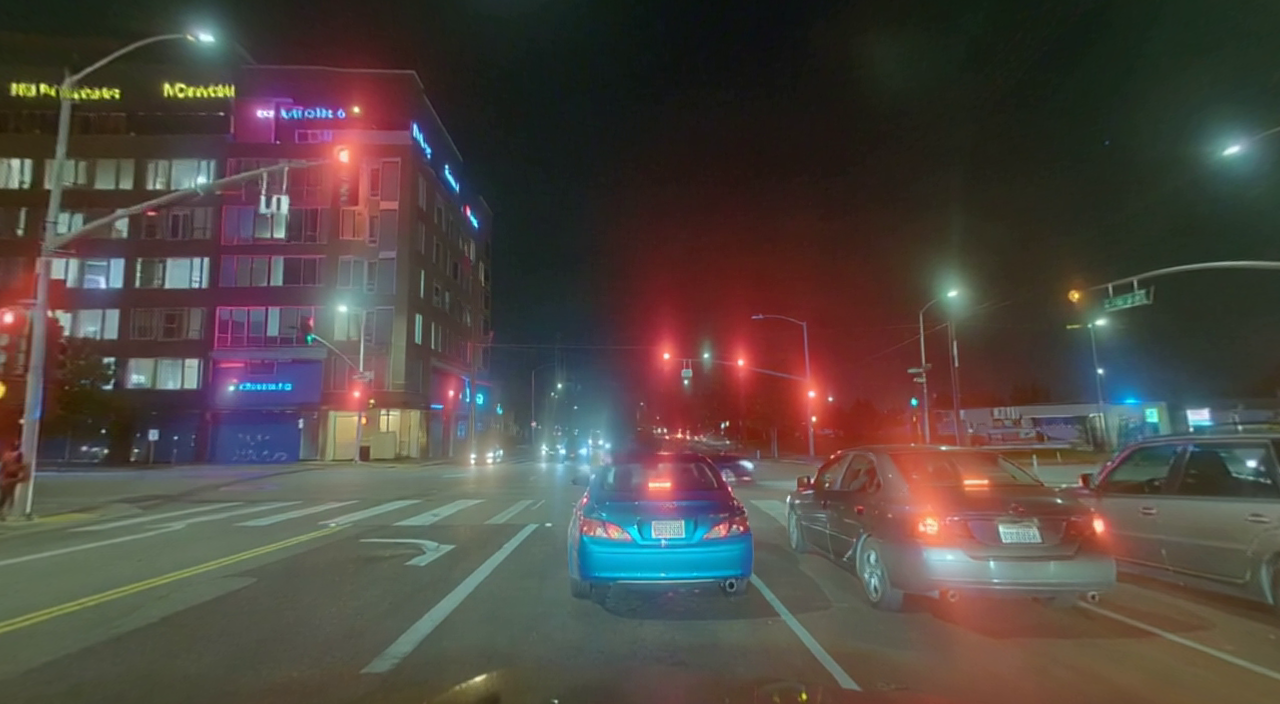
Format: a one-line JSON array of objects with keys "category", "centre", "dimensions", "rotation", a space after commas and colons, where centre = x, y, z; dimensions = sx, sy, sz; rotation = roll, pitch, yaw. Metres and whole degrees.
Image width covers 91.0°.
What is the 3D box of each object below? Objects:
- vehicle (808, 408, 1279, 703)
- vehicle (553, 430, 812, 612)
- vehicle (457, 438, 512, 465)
[{"category": "vehicle", "centre": [2.806, 1.284, 4.553], "dimensions": [1.961, 1.498, 4.356], "rotation": [0, -8, 0]}, {"category": "vehicle", "centre": [0.273, 1.693, 7.285], "dimensions": [2.132, 1.464, 4.089], "rotation": [0, -8, -2]}, {"category": "vehicle", "centre": [-9.849, 6.340, 40.261], "dimensions": [2.030, 1.596, 3.912], "rotation": [-1, -9, 8]}]
